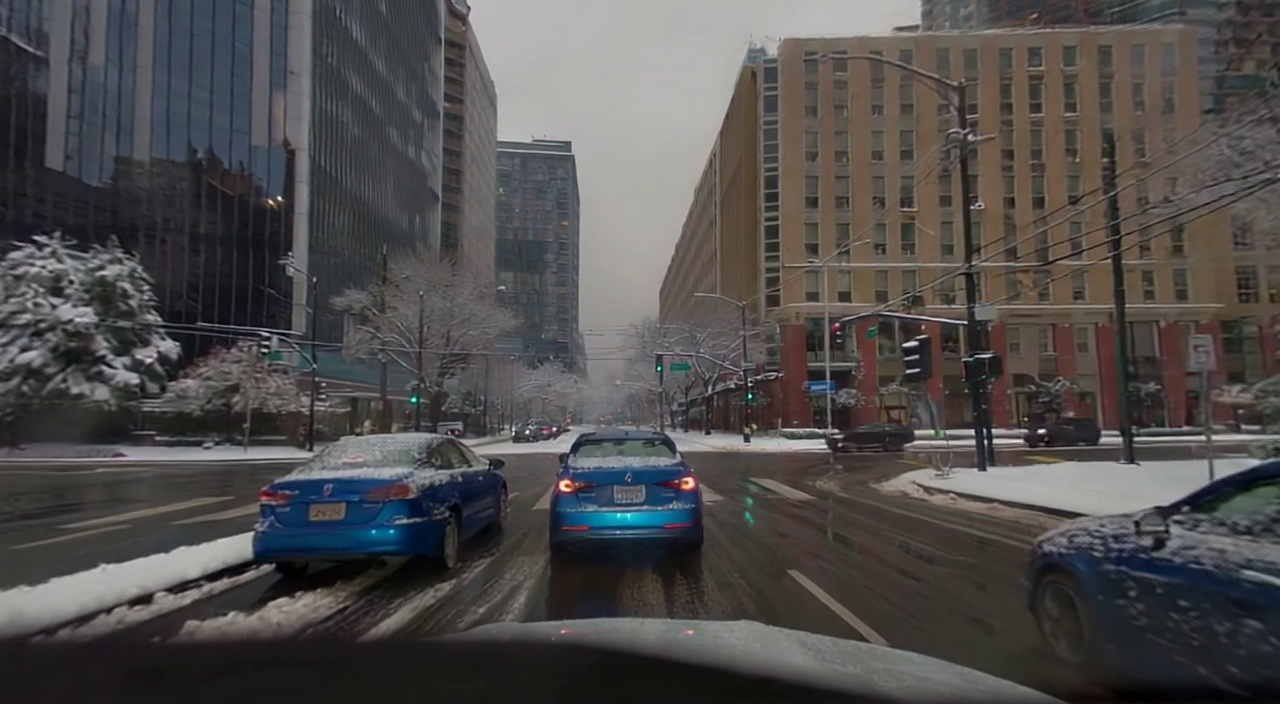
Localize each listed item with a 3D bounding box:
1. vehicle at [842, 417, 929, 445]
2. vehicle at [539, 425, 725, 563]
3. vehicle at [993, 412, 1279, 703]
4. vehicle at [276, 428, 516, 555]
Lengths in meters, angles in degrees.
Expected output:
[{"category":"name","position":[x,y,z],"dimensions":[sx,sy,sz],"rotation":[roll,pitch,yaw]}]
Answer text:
[{"category":"vehicle","position":[17.195,5.621,44.479],"dimensions":[5.201,1.894,2.178],"rotation":[1,-8,-5]},{"category":"vehicle","position":[-0.154,1.826,8.842],"dimensions":[2.016,1.478,3.795],"rotation":[0,-8,-2]},{"category":"vehicle","position":[3.048,0.835,1.481],"dimensions":[1.915,1.434,4.175],"rotation":[0,-8,-2]},{"category":"vehicle","position":[-3.328,1.986,9.814],"dimensions":[1.995,1.479,4.627],"rotation":[0,-8,-2]}]
